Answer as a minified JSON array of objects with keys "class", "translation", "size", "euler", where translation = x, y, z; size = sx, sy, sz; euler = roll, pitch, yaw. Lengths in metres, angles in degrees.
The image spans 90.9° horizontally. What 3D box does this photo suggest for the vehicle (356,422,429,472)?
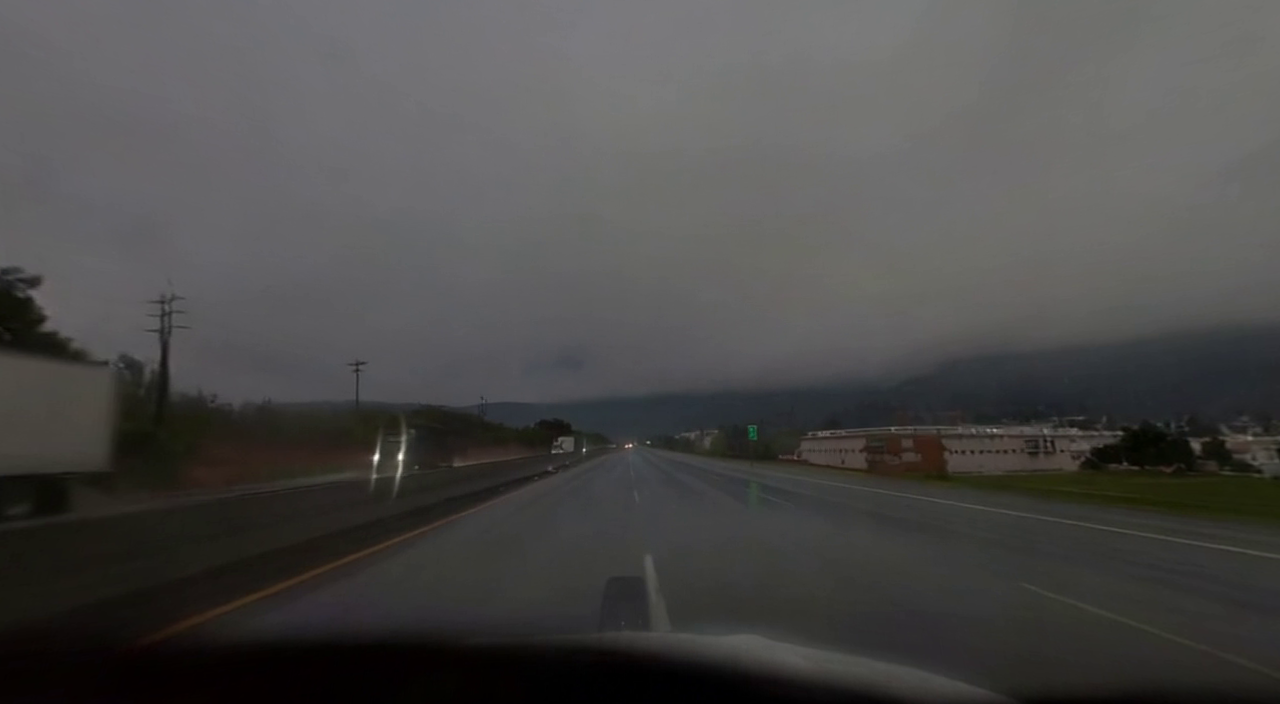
[{"class":"vehicle","translation":[-19.268,7.496,49.516],"size":[3.076,3.601,6.720],"euler":[0,-9,-2]}]
